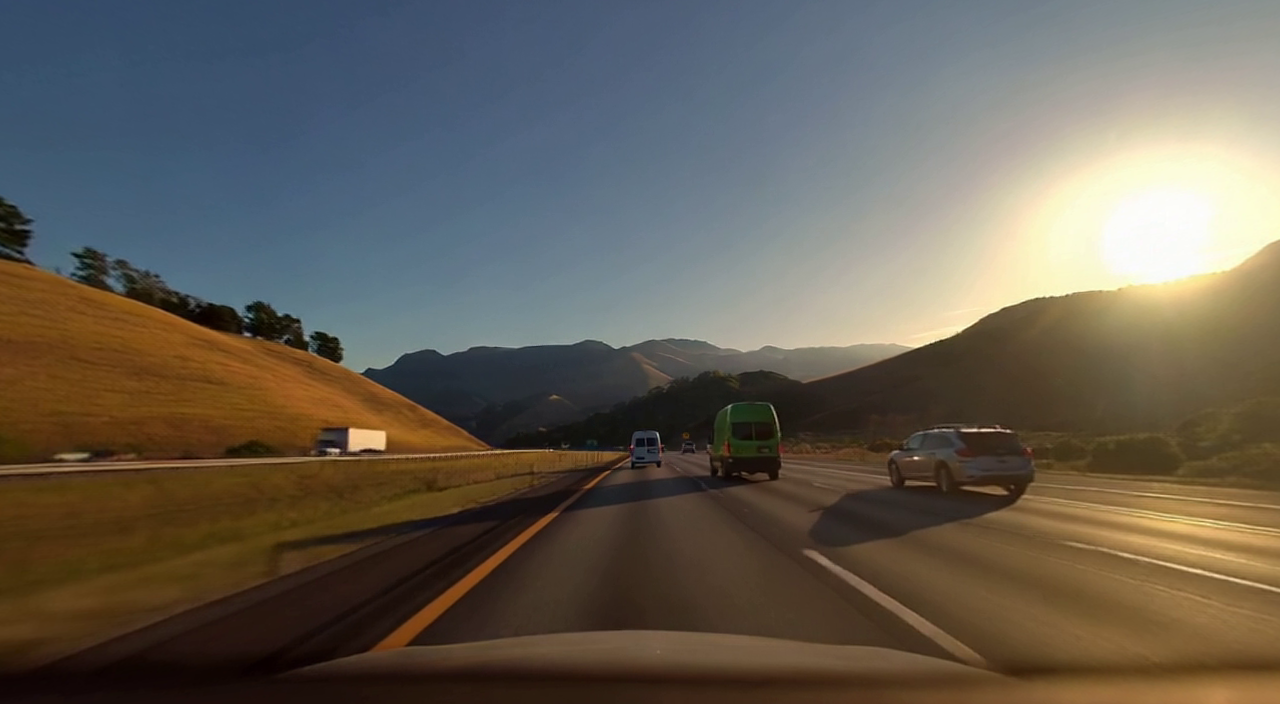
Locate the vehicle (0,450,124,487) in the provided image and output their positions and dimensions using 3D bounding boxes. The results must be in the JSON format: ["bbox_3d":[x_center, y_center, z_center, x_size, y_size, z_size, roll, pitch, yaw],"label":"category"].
[{"bbox_3d":[-26.653,5.324,29.192,1.802,1.546,4.238,0,-8,1],"label":"vehicle"}]

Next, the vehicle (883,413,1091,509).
[{"bbox_3d":[7.957,2.554,15.209,2.240,1.925,4.854,0,-8,0],"label":"vehicle"}]

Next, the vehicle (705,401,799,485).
[{"bbox_3d":[3.858,3.339,23.163,2.302,2.670,6.176,0,-8,0],"label":"vehicle"}]

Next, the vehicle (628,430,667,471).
[{"bbox_3d":[0.419,5.605,36.037,2.131,2.122,4.473,0,-8,1],"label":"vehicle"}]
